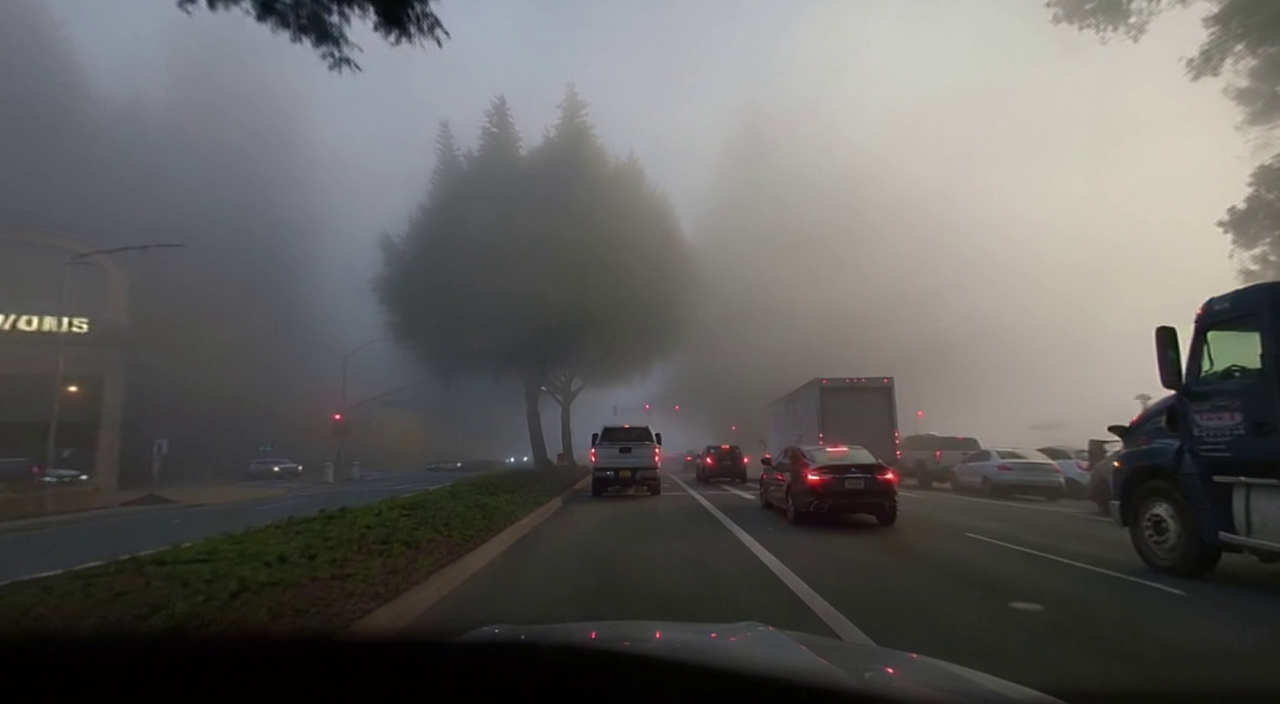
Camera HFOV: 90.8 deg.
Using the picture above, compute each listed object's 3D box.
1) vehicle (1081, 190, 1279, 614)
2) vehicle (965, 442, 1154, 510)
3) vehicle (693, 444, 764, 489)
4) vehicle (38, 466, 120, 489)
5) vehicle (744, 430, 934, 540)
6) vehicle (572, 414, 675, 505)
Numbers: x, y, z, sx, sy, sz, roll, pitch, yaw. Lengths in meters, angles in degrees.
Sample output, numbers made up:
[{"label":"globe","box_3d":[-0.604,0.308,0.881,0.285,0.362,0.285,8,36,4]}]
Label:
[{"label":"vehicle","box_3d":[6.474,0.138,3.339,2.802,3.322,7.429,0,-9,0]},{"label":"vehicle","box_3d":[10.413,3.079,16.184,1.768,1.472,4.350,0,-9,-1]},{"label":"vehicle","box_3d":[3.144,4.162,23.363,1.922,1.483,4.436,0,-9,-1]},{"label":"vehicle","box_3d":[-38.150,8.514,43.002,4.150,1.474,1.826,-2,-10,9]},{"label":"vehicle","box_3d":[3.335,2.331,11.822,1.905,1.587,4.998,0,-9,0]},{"label":"vehicle","box_3d":[-0.433,3.007,18.004,2.499,2.183,5.111,0,-9,-1]}]
